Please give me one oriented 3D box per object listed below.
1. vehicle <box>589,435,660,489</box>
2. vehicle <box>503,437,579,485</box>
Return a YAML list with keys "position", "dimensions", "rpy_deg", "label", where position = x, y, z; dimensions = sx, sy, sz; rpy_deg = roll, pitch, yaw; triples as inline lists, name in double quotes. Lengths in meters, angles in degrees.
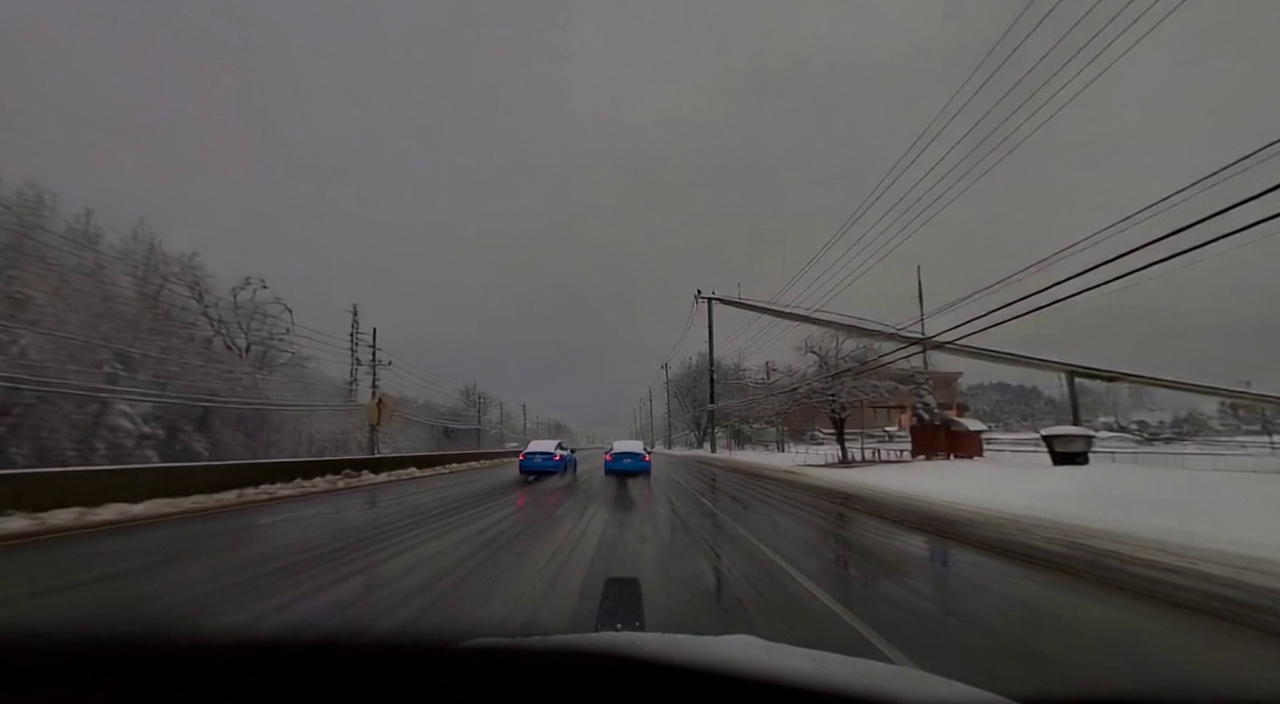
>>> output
- position: [-0.490, 3.734, 21.674]
  dimensions: [2.189, 1.652, 4.135]
  rpy_deg: [0, -9, 0]
  label: "vehicle"
- position: [-3.565, 4.055, 23.793]
  dimensions: [1.985, 1.607, 4.892]
  rpy_deg: [0, -8, 1]
  label: "vehicle"
